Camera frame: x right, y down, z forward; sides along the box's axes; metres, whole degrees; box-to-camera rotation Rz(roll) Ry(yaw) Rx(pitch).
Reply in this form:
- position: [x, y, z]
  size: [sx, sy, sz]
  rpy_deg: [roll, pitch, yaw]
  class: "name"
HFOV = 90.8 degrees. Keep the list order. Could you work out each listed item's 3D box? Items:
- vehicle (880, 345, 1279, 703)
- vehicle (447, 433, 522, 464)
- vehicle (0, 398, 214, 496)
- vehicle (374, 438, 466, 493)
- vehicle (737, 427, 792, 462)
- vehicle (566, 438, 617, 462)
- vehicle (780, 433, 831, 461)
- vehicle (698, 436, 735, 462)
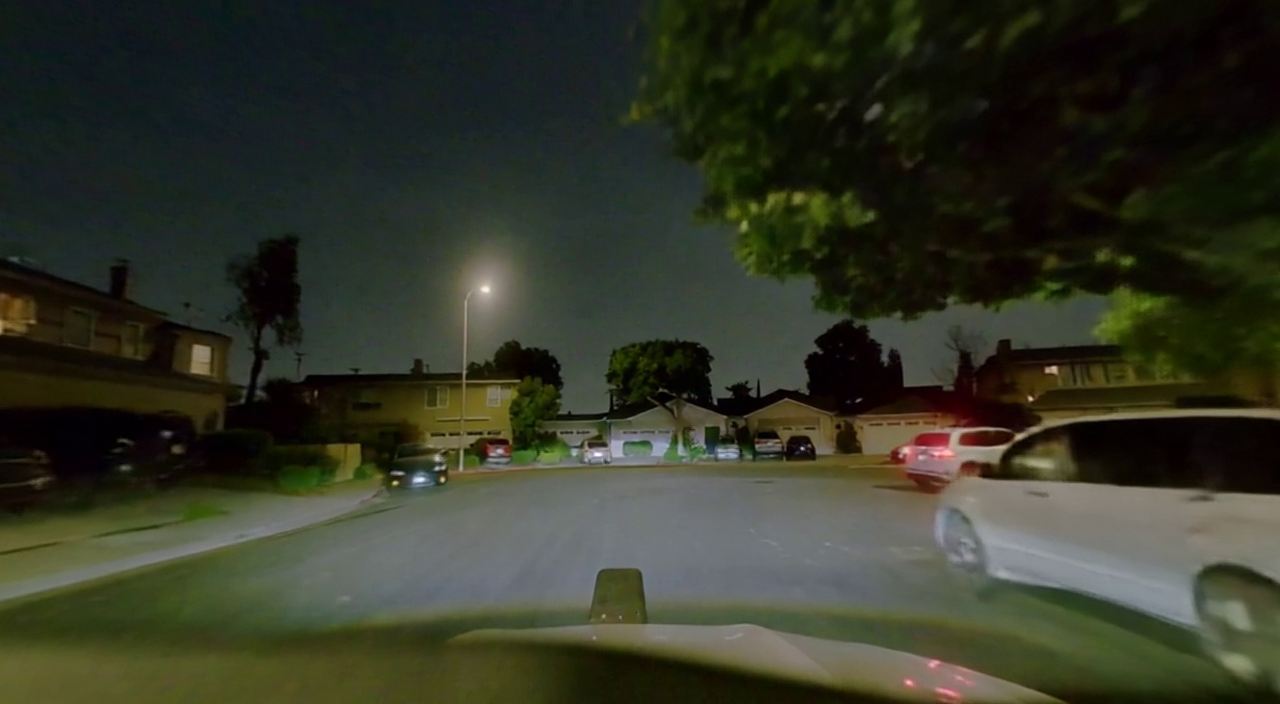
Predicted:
- position: [3.898, 1.144, 4.509]
  size: [2.235, 1.829, 5.194]
  rpy_deg: [0, -8, -1]
  class: "vehicle"
- position: [-9.852, 6.062, 39.775]
  size: [2.305, 1.824, 5.096]
  rpy_deg: [8, -12, -43]
  class: "vehicle"
- position: [-11.708, 1.895, 12.611]
  size: [4.886, 1.758, 2.055]
  rpy_deg: [0, -8, 1]
  class: "vehicle"
- position: [-6.957, 3.448, 19.623]
  size: [2.236, 1.459, 4.832]
  rpy_deg: [3, -9, -24]
  class: "vehicle"
- position: [7.843, 5.918, 40.397]
  size: [2.455, 2.018, 5.271]
  rpy_deg: [0, -8, 0]
  class: "vehicle"
- position: [-3.294, 6.508, 42.145]
  size: [1.932, 1.518, 4.343]
  rpy_deg: [4, -9, -26]
  class: "vehicle"
- position: [10.679, 6.171, 41.145]
  size: [2.160, 1.695, 4.183]
  rpy_deg: [0, -8, 0]
  class: "vehicle"
- position: [4.855, 6.229, 40.604]
  size: [1.833, 1.540, 3.532]
  rpy_deg: [0, -8, -1]
  class: "vehicle"
